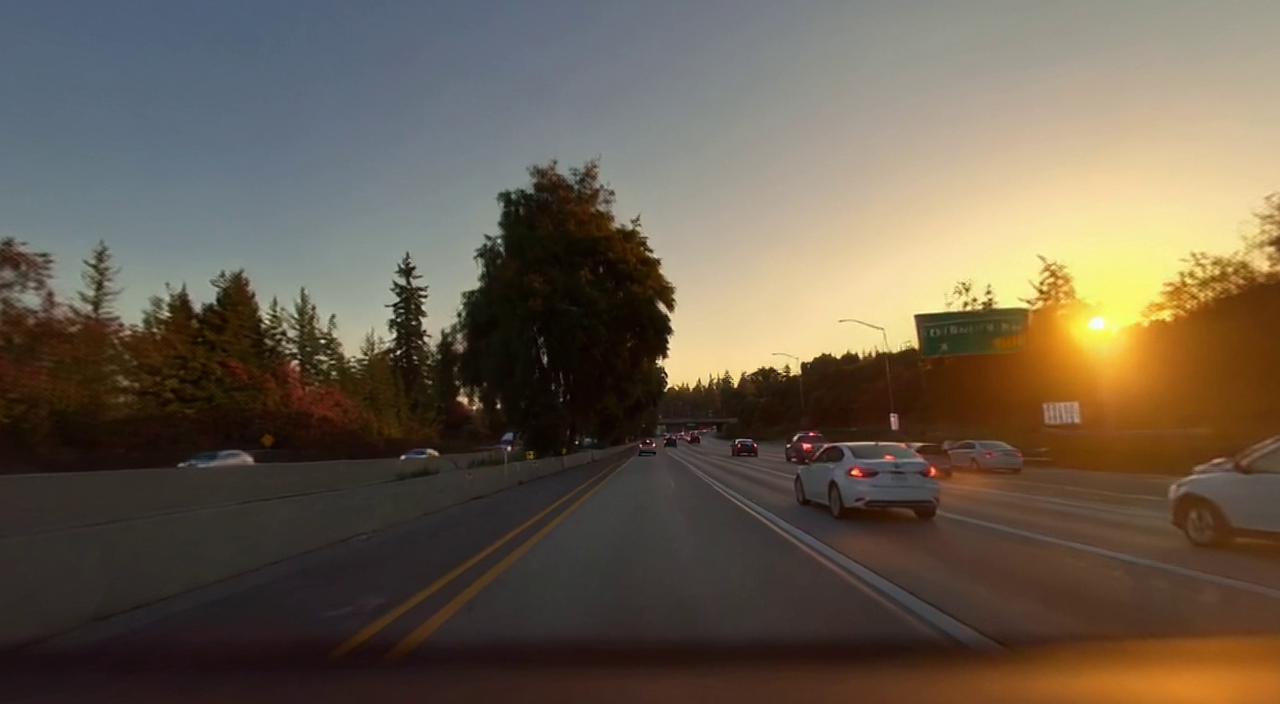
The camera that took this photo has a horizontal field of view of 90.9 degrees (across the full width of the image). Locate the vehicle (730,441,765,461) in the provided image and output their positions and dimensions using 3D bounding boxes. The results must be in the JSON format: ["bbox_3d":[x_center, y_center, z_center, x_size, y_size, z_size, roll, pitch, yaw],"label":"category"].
[{"bbox_3d":[8.186,7.558,48.375,1.919,1.476,4.303,0,-8,-1],"label":"vehicle"}]

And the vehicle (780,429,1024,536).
[{"bbox_3d":[4.245,2.205,11.426,2.223,1.483,5.075,0,-8,0],"label":"vehicle"}]

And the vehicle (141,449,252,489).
[{"bbox_3d":[-21.565,5.671,30.945,2.117,1.716,4.533,0,-8,0],"label":"vehicle"}]

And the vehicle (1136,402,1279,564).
[{"bbox_3d":[7.725,1.319,6.210,1.966,1.686,4.532,0,-8,0],"label":"vehicle"}]

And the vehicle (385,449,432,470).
[{"bbox_3d":[-17.555,8.173,48.098,1.882,1.477,4.563,0,-8,0],"label":"vehicle"}]
